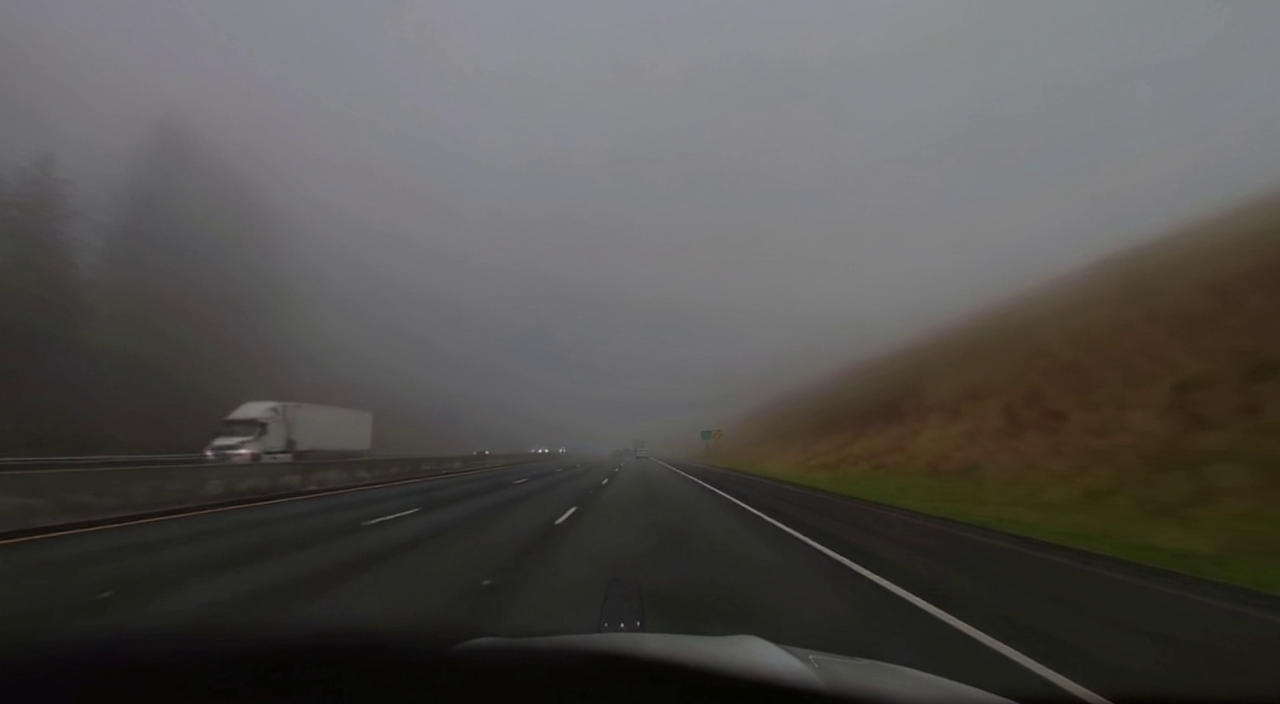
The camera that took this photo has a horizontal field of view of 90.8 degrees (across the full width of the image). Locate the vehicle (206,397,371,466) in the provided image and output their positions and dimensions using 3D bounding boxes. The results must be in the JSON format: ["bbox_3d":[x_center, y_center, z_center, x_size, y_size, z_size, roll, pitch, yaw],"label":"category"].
[{"bbox_3d":[-23.167,5.672,43.359,2.904,3.928,14.552,0,-9,0],"label":"vehicle"}]
